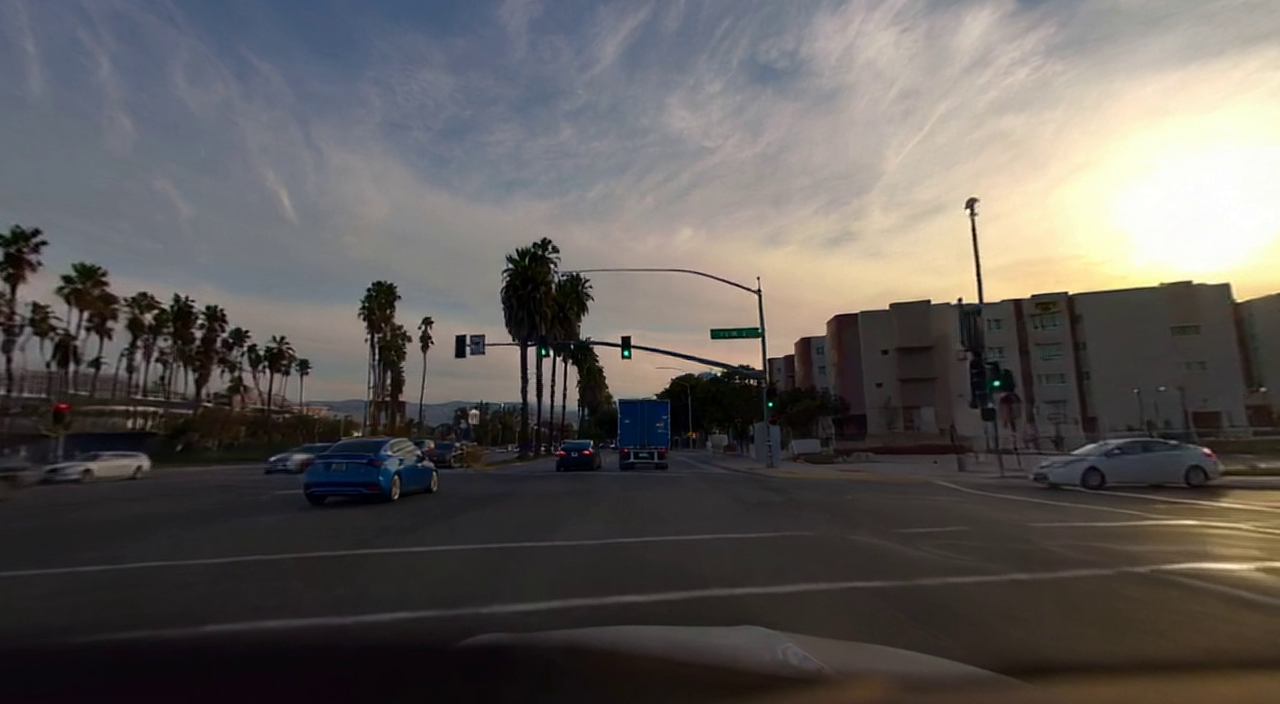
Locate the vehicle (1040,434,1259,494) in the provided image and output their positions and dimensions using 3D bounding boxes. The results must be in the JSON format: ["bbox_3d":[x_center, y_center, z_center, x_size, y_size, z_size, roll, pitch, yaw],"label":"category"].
[{"bbox_3d":[14.671,3.272,18.310,4.568,1.485,1.936,-2,-11,0],"label":"vehicle"}]

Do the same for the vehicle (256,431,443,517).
[{"bbox_3d":[-6.373,2.722,14.538,2.045,1.630,4.680,0,-9,0],"label":"vehicle"}]

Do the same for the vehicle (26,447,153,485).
[{"bbox_3d":[-24.717,5.102,28.442,1.897,1.606,4.160,0,-9,1],"label":"vehicle"}]

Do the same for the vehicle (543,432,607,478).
[{"bbox_3d":[-2.785,4.550,27.989,2.178,1.826,4.933,0,-9,2],"label":"vehicle"}]

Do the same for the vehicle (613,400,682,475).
[{"bbox_3d":[0.352,4.246,30.890,2.993,3.235,6.692,0,-9,1],"label":"vehicle"}]

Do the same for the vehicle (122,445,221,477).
[{"bbox_3d":[-27.849,6.480,37.569,2.006,1.791,4.944,0,-9,1],"label":"vehicle"}]
